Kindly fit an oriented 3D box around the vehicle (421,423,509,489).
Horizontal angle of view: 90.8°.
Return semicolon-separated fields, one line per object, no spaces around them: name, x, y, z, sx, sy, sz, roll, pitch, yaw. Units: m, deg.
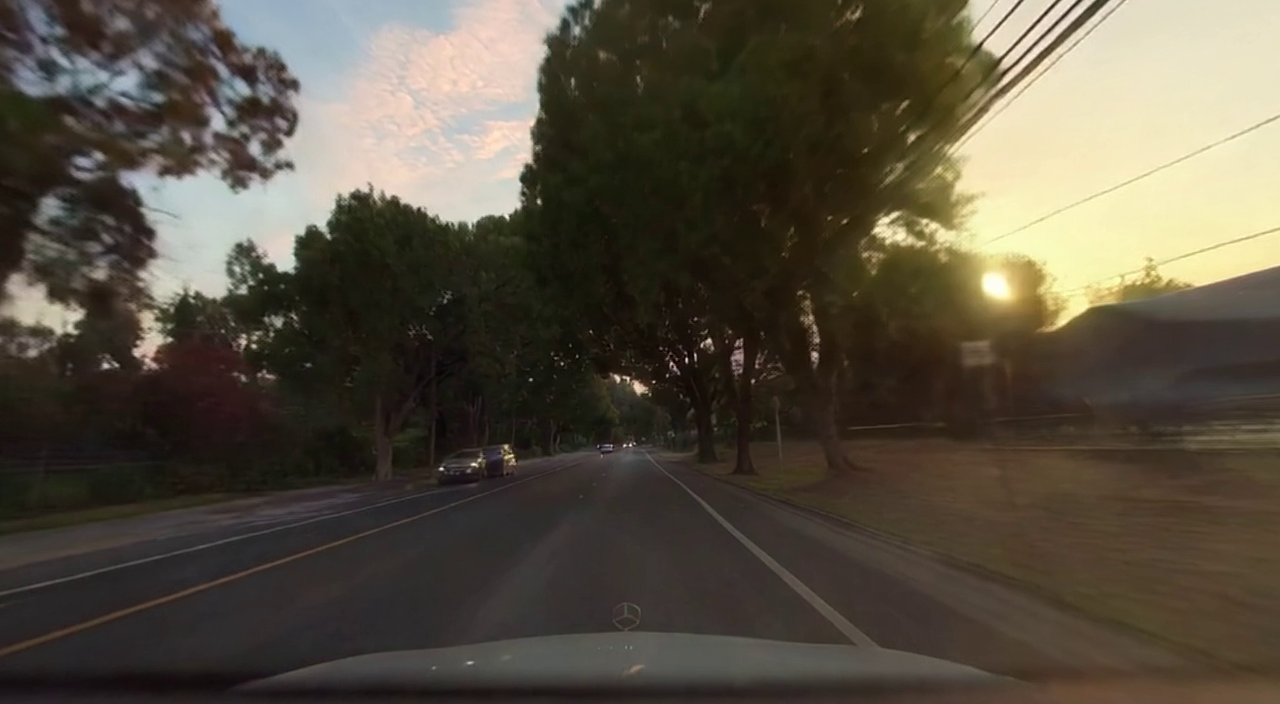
vehicle;-8.113;4.797;29.988;2.351;2.696;6.106;-2;-7;1
